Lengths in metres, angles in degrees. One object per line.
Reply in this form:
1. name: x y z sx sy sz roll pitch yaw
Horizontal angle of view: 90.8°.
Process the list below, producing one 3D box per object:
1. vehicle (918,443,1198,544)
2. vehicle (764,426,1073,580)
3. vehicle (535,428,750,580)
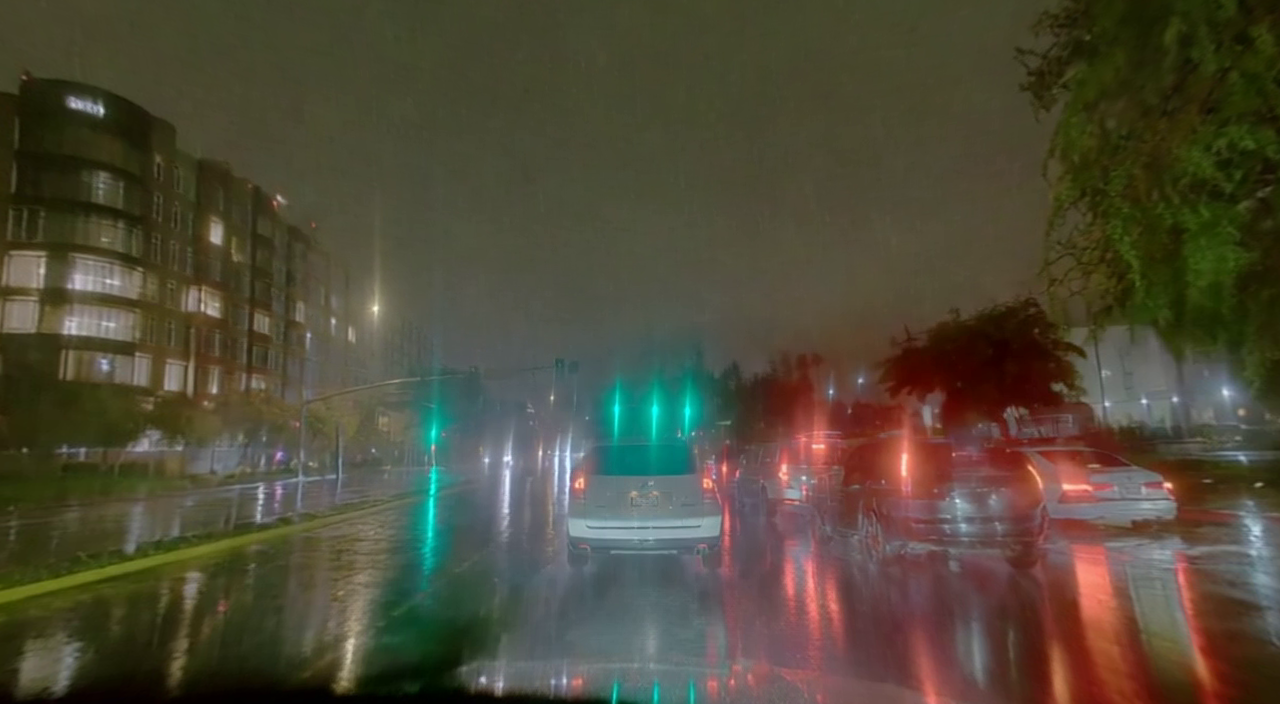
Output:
1. vehicle: 6.527 2.209 10.531 1.915 1.338 3.874 0 -8 -2
2. vehicle: 3.172 1.811 8.484 1.995 1.483 4.533 0 -8 -1
3. vehicle: -0.014 1.801 8.327 2.105 1.474 4.127 0 -8 -1
